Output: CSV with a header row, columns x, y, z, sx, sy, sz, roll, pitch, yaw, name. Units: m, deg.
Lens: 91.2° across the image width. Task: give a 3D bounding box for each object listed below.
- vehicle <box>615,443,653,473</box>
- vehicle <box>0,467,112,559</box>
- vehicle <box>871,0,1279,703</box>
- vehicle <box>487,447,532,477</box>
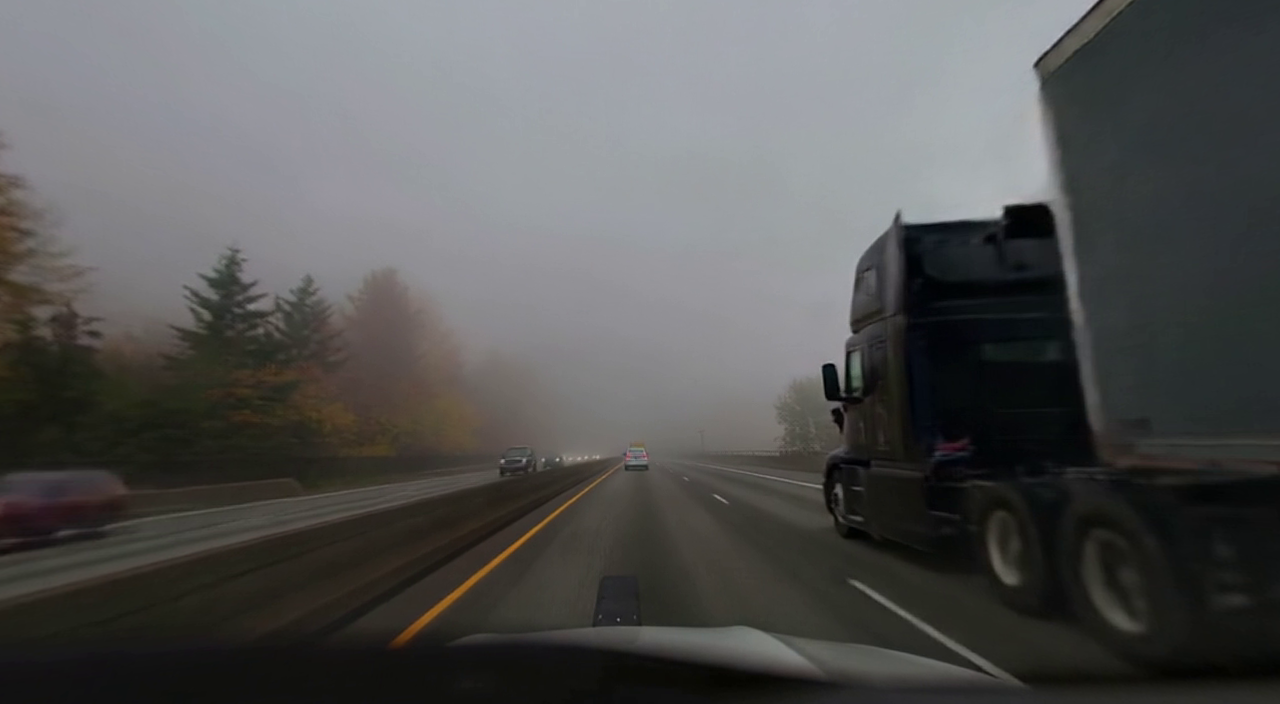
x,y,z,sx,sy,sz,roll,pitch,yaw,name
-0.369,6.403,38.008,2.168,1.705,4.272,0,-9,-1,vehicle
-13.330,3.176,12.245,1.999,1.686,4.588,0,-9,0,vehicle
4.602,-0.552,1.032,2.910,4.090,14.063,0,-9,-1,vehicle
-9.363,7.909,45.334,2.221,2.006,4.849,0,-9,0,vehicle
